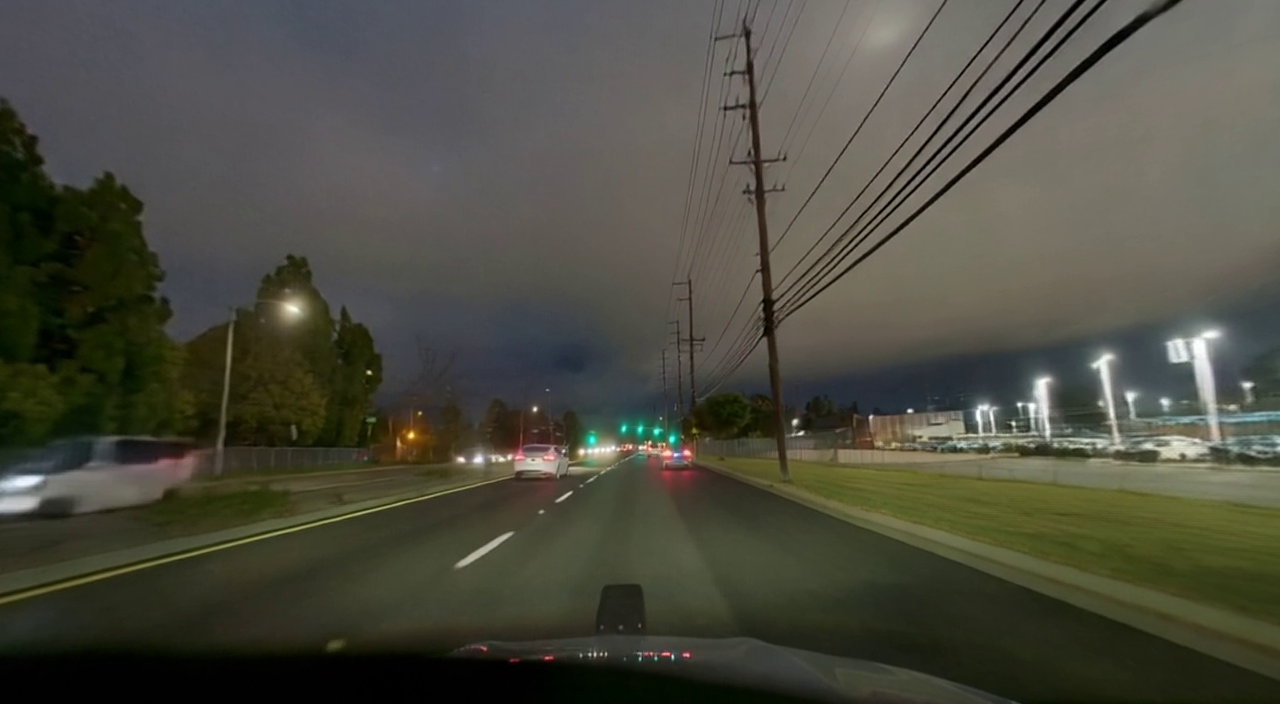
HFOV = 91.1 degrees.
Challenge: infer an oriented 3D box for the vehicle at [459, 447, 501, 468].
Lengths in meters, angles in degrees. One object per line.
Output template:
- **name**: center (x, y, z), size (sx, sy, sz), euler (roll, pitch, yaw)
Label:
- **vehicle**: center (-12.587, 8.277, 49.626), size (2.028, 1.534, 4.589), euler (-1, -8, 1)

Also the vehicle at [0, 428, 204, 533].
- **vehicle**: center (-12.188, 2.599, 13.304), size (2.090, 1.815, 5.244), euler (0, -8, 0)

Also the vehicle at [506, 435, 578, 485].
- **vehicle**: center (-3.619, 4.064, 23.962), size (1.950, 1.692, 4.397), euler (-1, -8, 1)

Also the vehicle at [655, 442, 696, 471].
- **vehicle**: center (1.900, 5.779, 34.809), size (2.059, 1.486, 3.980), euler (0, -8, 0)
